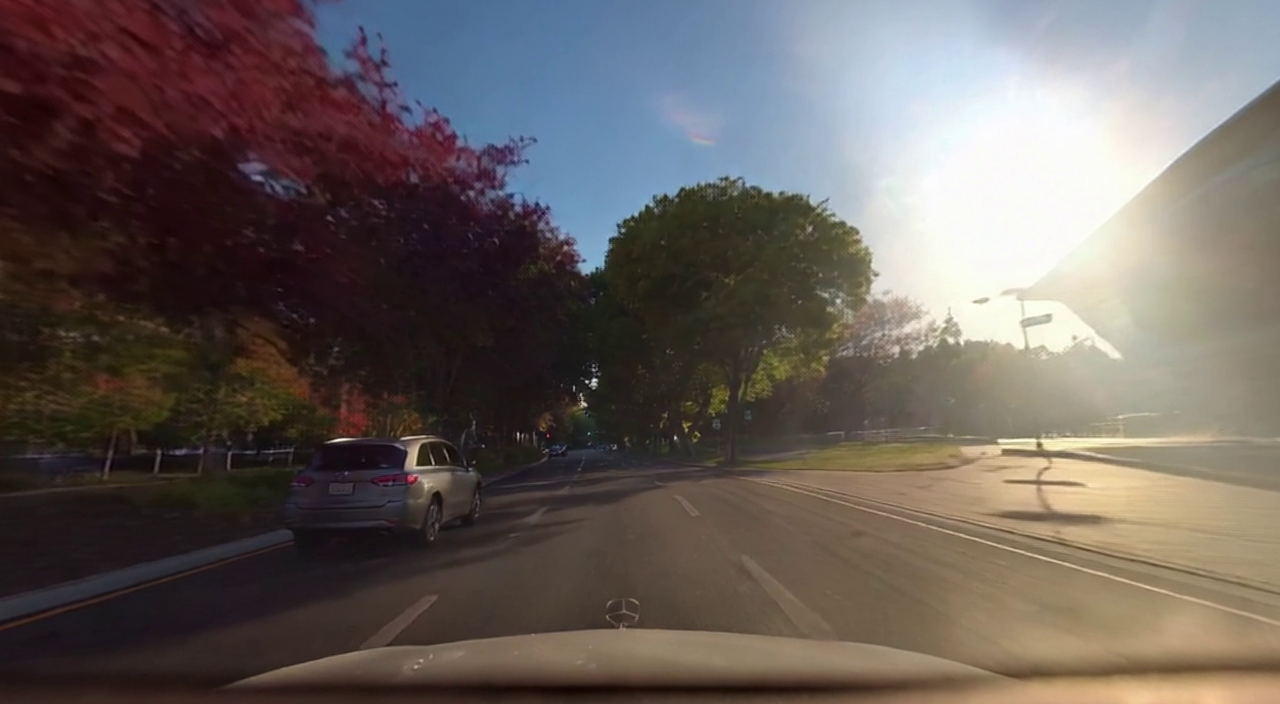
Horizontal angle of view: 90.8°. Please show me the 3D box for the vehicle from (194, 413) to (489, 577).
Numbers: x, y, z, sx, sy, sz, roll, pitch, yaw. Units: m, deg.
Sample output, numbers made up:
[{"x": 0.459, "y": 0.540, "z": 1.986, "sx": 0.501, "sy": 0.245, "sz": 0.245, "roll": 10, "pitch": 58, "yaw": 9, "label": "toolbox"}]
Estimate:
[{"x": -3.665, "y": 1.837, "z": 8.953, "sx": 2.067, "sy": 1.700, "sz": 4.561, "roll": 0, "pitch": -9, "yaw": -2, "label": "vehicle"}]
